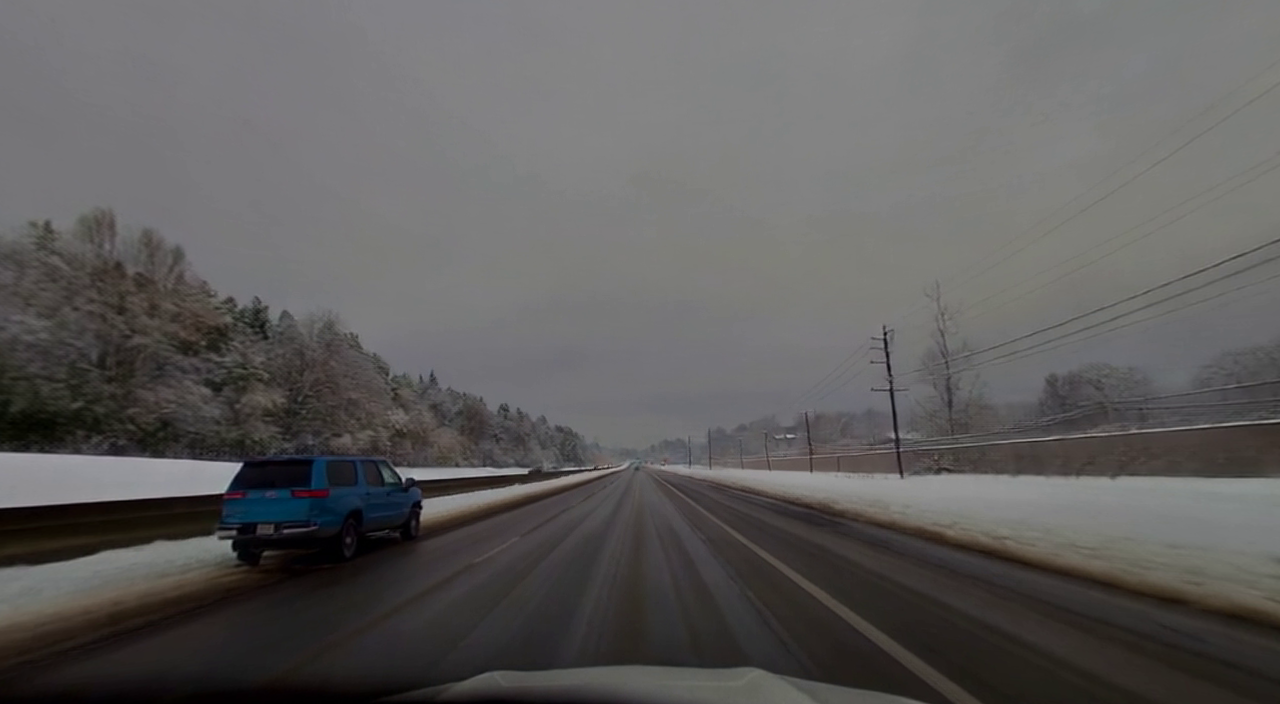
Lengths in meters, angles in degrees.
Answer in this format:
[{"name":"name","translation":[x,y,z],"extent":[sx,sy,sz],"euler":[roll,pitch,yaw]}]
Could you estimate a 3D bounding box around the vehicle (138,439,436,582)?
[{"name":"vehicle","translation":[-4.547,2.120,9.005],"extent":[1.914,1.534,4.015],"euler":[1,-10,0]}]
